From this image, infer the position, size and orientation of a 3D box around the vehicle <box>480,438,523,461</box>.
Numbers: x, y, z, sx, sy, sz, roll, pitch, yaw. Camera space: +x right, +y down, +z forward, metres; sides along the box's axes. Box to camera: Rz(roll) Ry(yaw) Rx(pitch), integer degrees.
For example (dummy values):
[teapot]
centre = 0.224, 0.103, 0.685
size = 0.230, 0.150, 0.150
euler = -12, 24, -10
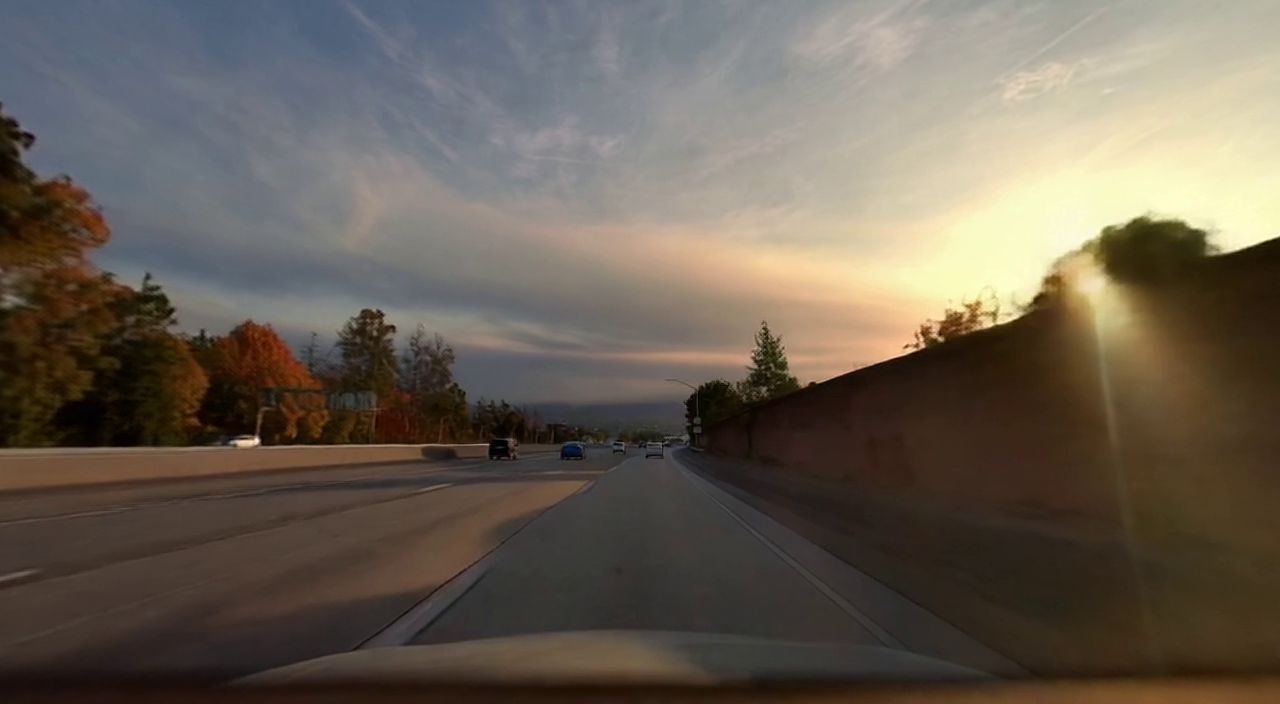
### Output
[vehicle]
centre = -10.366, 7.341, 47.496
size = 2.025, 1.618, 4.683
euler = 0, -9, 2
